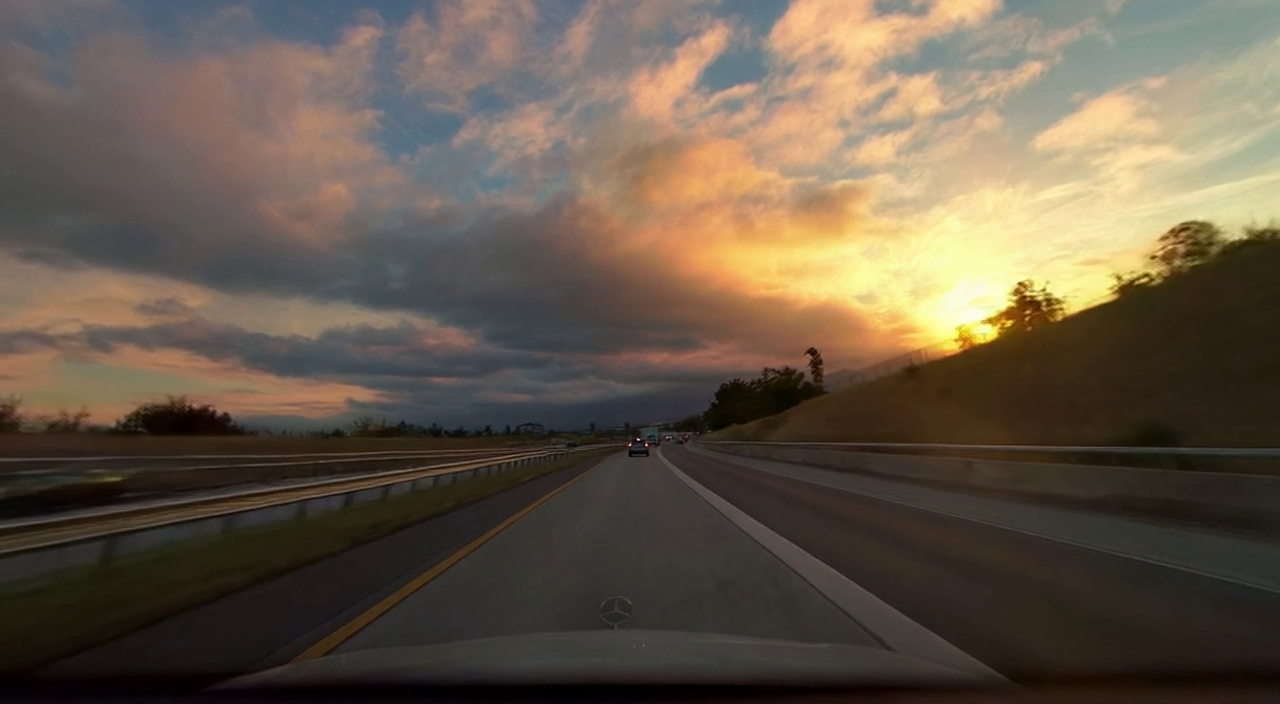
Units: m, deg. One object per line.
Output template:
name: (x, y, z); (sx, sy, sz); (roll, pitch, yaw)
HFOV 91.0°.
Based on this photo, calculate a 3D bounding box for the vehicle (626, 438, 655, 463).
vehicle: (0.021, 7.304, 46.793); (2.059, 1.696, 4.165); (0, -8, -1)
